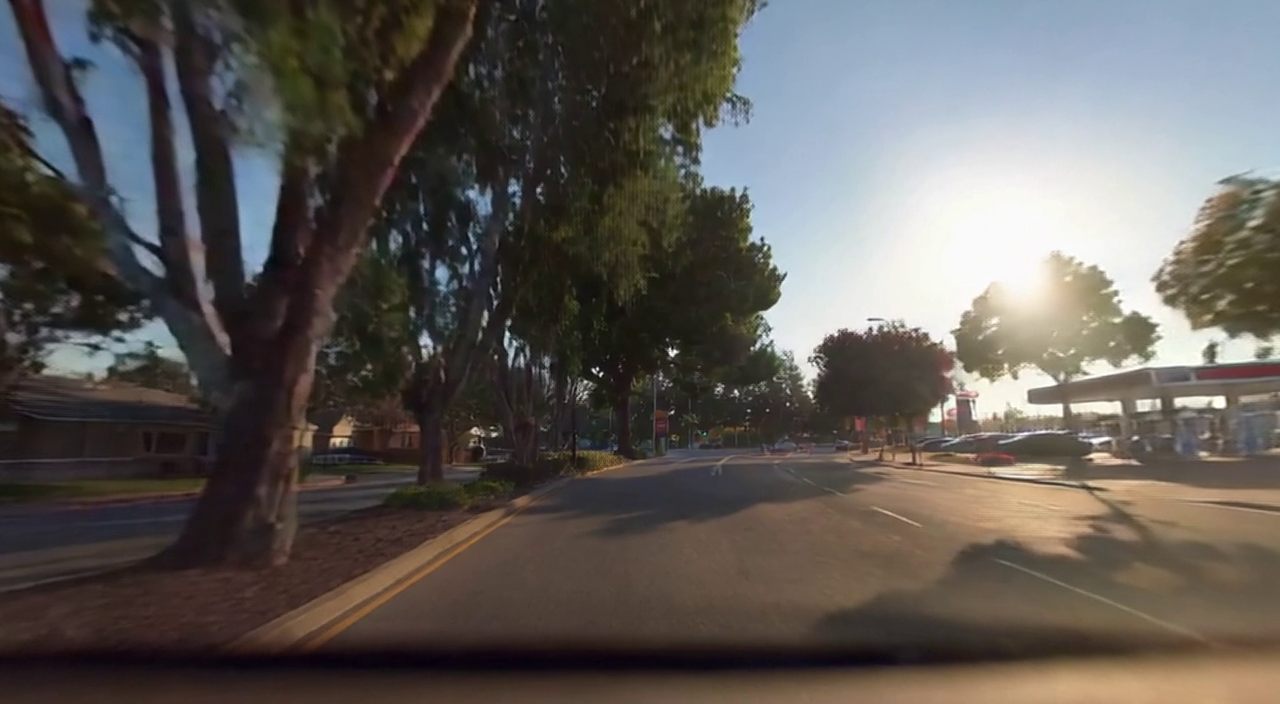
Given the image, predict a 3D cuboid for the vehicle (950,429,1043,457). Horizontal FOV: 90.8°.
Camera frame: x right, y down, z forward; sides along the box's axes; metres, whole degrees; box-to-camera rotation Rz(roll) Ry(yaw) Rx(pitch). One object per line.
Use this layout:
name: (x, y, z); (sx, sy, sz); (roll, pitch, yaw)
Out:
vehicle: (23.735, 6.096, 42.380); (2.239, 1.742, 5.364); (2, -9, -14)
